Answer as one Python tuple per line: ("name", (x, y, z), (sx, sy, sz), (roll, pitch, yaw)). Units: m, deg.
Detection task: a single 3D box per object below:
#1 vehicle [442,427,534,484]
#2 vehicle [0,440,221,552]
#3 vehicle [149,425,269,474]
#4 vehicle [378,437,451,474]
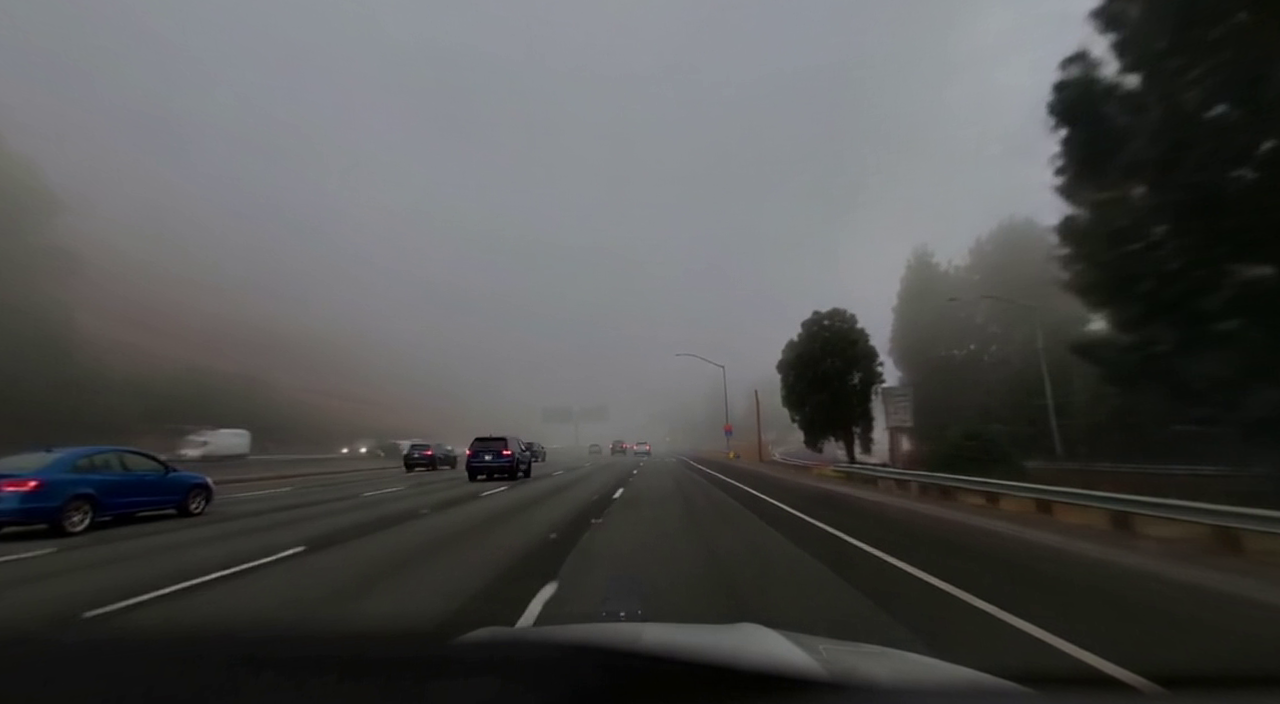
("vehicle", (-5.722, 3.997, 24.484), (2.219, 1.947, 4.924), (-1, -9, 2))
("vehicle", (-9.644, 2.234, 10.360), (1.984, 1.508, 4.935), (-1, -9, 2))
("vehicle", (-30.647, 6.988, 45.333), (2.798, 3.163, 7.890), (0, -9, 2))
("vehicle", (-12.297, 5.685, 34.769), (2.079, 1.822, 4.893), (-1, -9, 2))
